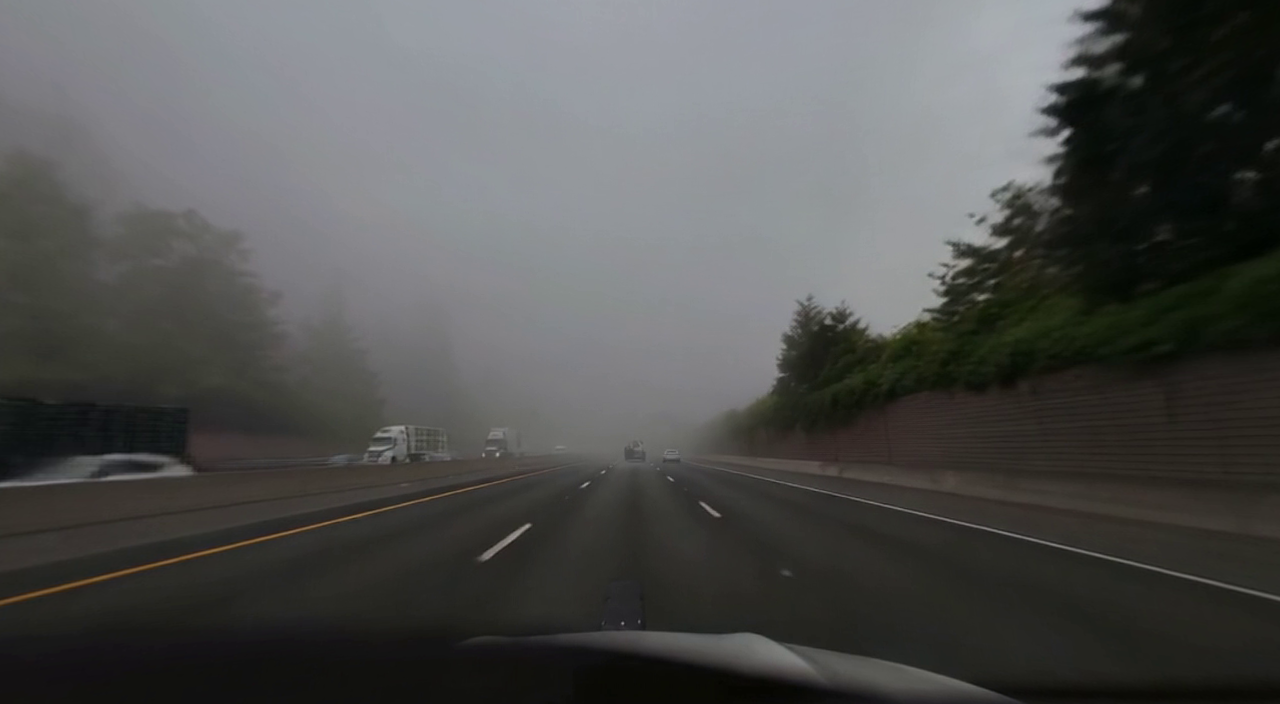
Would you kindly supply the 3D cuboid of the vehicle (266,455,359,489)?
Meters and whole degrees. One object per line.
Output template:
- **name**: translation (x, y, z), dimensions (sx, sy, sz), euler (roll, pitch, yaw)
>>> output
- **vehicle**: translation (-15.855, 5.819, 30.835), dimensions (1.954, 1.488, 4.728), euler (0, -9, 0)

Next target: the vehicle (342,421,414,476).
- **vehicle**: translation (-20.332, 7.523, 49.296), dimensions (2.966, 3.997, 6.255), euler (0, -9, -2)

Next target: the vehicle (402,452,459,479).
- **vehicle**: translation (-11.987, 6.509, 36.384), dimensions (1.862, 1.445, 4.101), euler (0, -9, 0)

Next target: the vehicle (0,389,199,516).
- **vehicle**: translation (-20.274, 3.324, 20.881), dimensions (2.745, 3.723, 11.956), euler (0, -9, -1)

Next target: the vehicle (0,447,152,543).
- **vehicle**: translation (-11.285, 2.427, 10.980), dimensions (2.078, 1.522, 4.275), euler (0, -9, 0)
